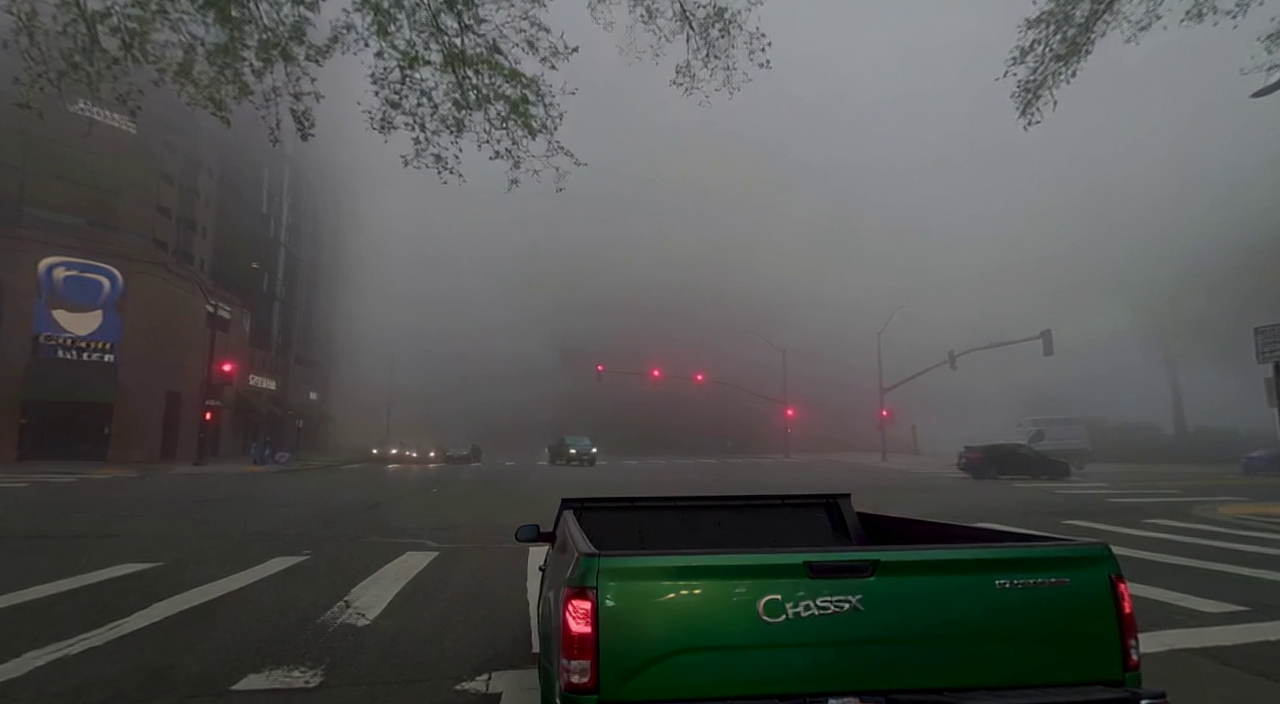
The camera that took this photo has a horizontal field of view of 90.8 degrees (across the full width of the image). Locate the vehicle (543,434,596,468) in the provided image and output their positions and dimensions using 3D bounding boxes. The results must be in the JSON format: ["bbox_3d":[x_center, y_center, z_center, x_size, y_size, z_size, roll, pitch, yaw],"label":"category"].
[{"bbox_3d":[-4.395,6.060,38.778,2.289,1.927,5.667,2,-9,-16],"label":"vehicle"}]

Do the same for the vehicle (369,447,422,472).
[{"bbox_3d":[-16.250,7.134,42.239,1.883,1.586,4.297,0,-9,-1],"label":"vehicle"}]

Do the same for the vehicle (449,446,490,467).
[{"bbox_3d":[-12.627,7.766,47.096,1.946,1.474,4.008,0,-9,0],"label":"vehicle"}]

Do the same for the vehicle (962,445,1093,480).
[{"bbox_3d":[17.352,4.955,28.416,4.658,1.478,1.946,1,-9,-6],"label":"vehicle"}]

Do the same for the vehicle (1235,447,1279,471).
[{"bbox_3d":[40.668,6.812,40.467,4.522,1.460,2.097,4,-9,-26],"label":"vehicle"}]
